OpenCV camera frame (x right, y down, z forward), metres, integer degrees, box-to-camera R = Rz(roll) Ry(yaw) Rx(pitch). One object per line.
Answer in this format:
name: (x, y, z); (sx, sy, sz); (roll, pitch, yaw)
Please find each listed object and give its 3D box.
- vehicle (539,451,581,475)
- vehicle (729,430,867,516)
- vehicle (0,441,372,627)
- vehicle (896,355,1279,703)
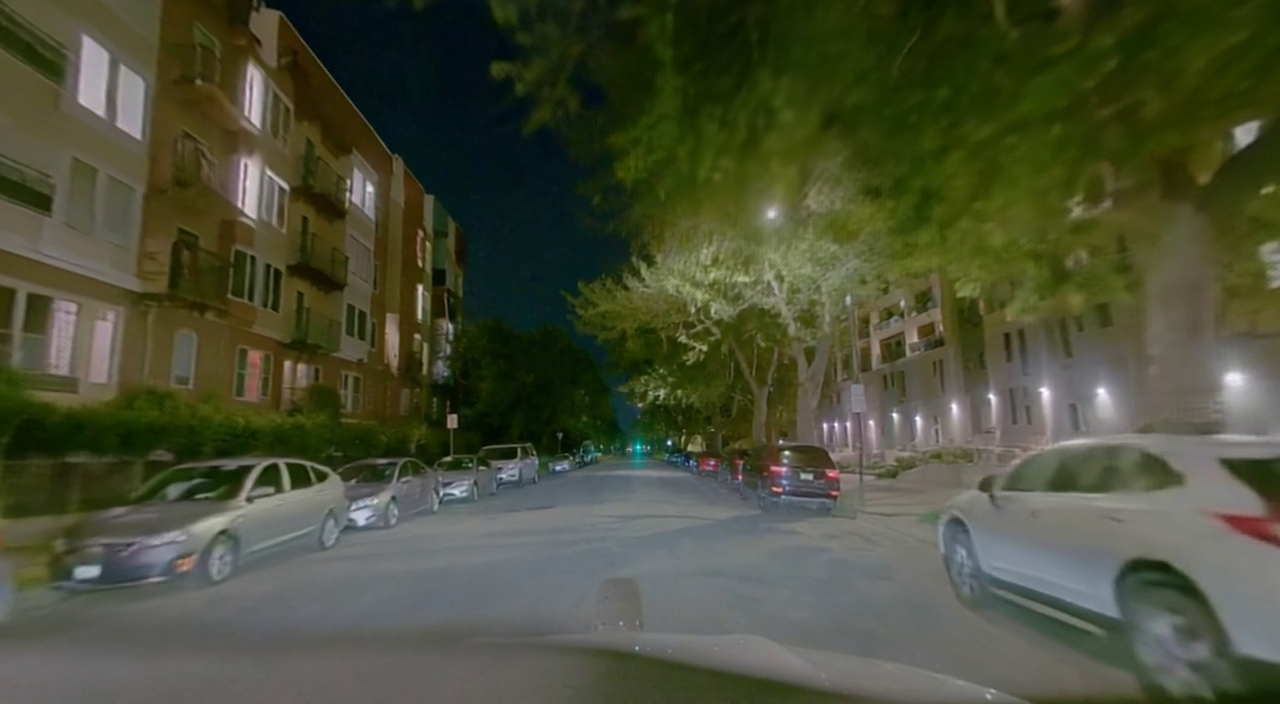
vehicle: (-5.121, 7.169, 41.001); (2.080, 1.458, 4.511); (0, -9, 1)
vehicle: (3.751, 2.984, 16.073); (2.082, 1.809, 4.998); (0, -9, -2)
vehicle: (-5.375, 1.989, 7.970); (2.033, 1.532, 4.823); (-3, -9, -2)
vehicle: (3.742, 1.141, 4.172); (2.043, 1.766, 4.846); (0, -9, 0)
